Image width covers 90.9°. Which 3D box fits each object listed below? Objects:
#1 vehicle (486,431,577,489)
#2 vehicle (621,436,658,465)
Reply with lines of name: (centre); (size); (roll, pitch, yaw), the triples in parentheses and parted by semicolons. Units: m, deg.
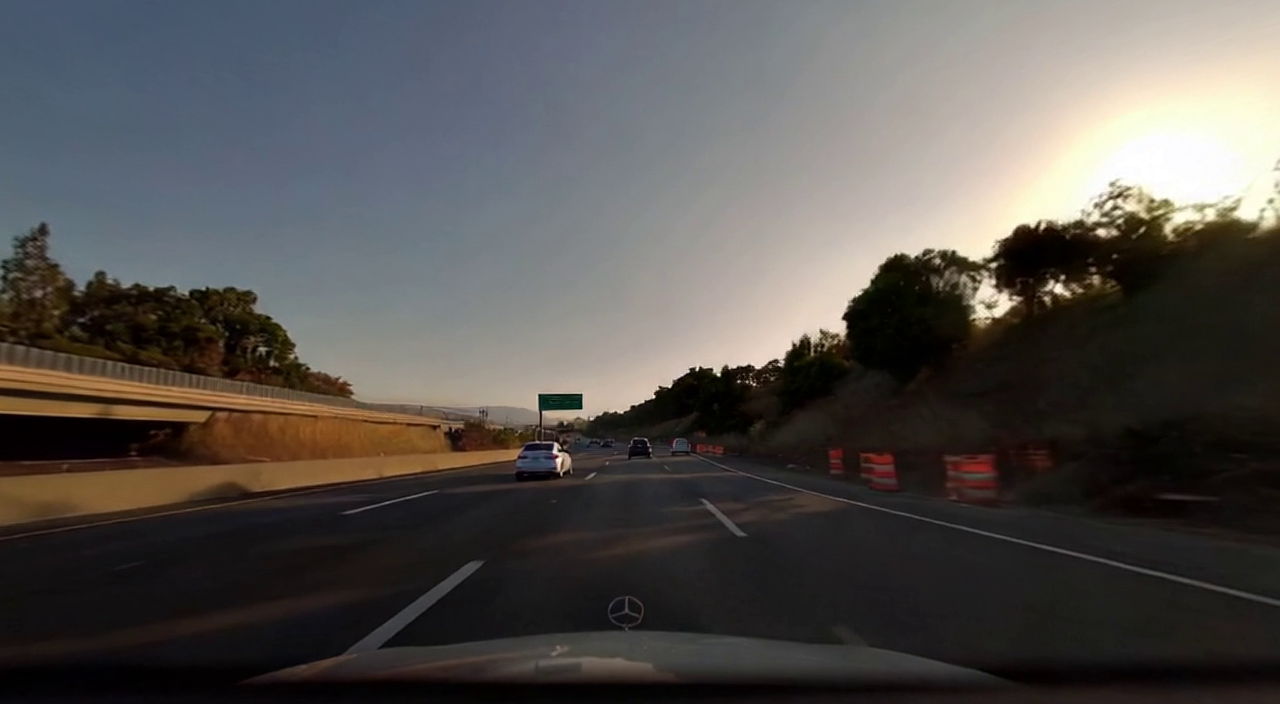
vehicle: (-3.414, 3.506, 20.840); (2.114, 1.650, 4.730); (-1, -8, 1)
vehicle: (-0.048, 6.519, 41.823); (2.328, 1.805, 4.502); (0, -8, -1)
